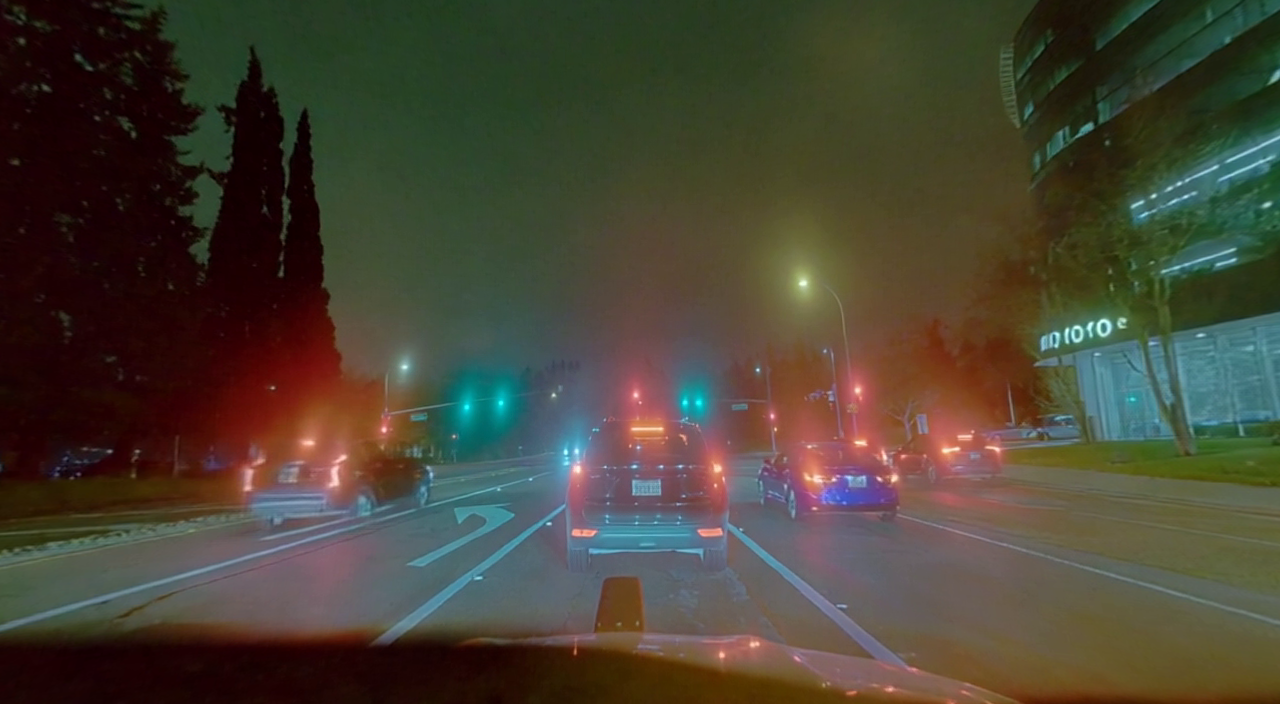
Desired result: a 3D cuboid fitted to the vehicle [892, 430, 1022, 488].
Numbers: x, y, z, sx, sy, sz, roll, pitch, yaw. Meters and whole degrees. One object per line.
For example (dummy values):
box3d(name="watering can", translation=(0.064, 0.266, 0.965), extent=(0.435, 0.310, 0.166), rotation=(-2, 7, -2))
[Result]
box3d(name="vehicle", translation=(10.861, 3.699, 22.130), extent=(2.123, 1.812, 4.553), rotation=(0, -9, -1))

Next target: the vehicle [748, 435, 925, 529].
box3d(name="vehicle", translation=(3.511, 2.401, 12.292), extent=(1.997, 1.471, 4.321), rotation=(0, -9, -1))

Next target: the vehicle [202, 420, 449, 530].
box3d(name="vehicle", translation=(-6.061, 2.454, 13.236), extent=(2.555, 1.819, 5.145), rotation=(0, -9, 0))

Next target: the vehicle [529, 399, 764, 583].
box3d(name="vehicle", translation=(0.059, 1.655, 8.248), extent=(2.266, 1.762, 4.131), rotation=(0, -9, 0))
